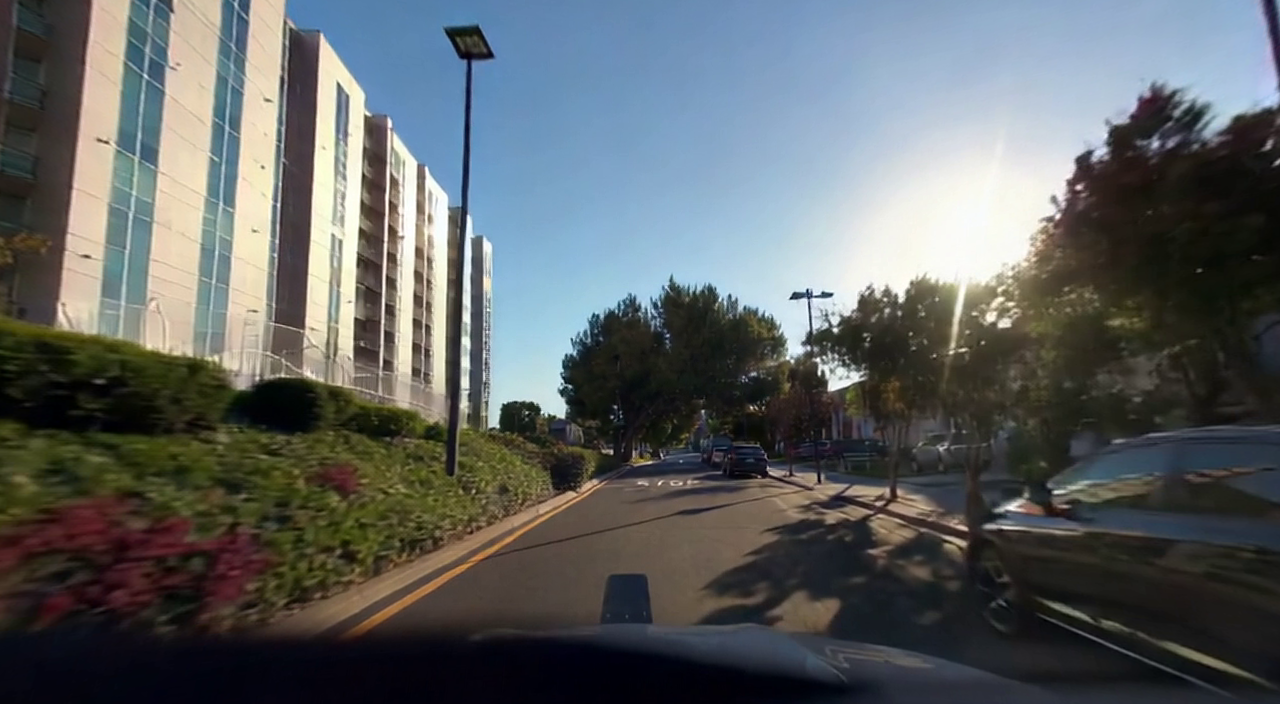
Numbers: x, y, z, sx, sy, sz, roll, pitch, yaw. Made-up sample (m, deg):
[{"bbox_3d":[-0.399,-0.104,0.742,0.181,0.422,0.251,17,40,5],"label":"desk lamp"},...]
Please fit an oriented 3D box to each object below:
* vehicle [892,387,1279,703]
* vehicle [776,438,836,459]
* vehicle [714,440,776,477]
[{"bbox_3d":[3.232,1.050,3.318,2.026,1.483,4.654,0,-9,2],"label":"vehicle"},{"bbox_3d":[13.029,7.615,49.724,4.163,1.471,1.914,-1,-9,-1],"label":"vehicle"},{"bbox_3d":[4.434,4.582,27.307,2.024,1.475,4.565,0,-9,1],"label":"vehicle"}]
